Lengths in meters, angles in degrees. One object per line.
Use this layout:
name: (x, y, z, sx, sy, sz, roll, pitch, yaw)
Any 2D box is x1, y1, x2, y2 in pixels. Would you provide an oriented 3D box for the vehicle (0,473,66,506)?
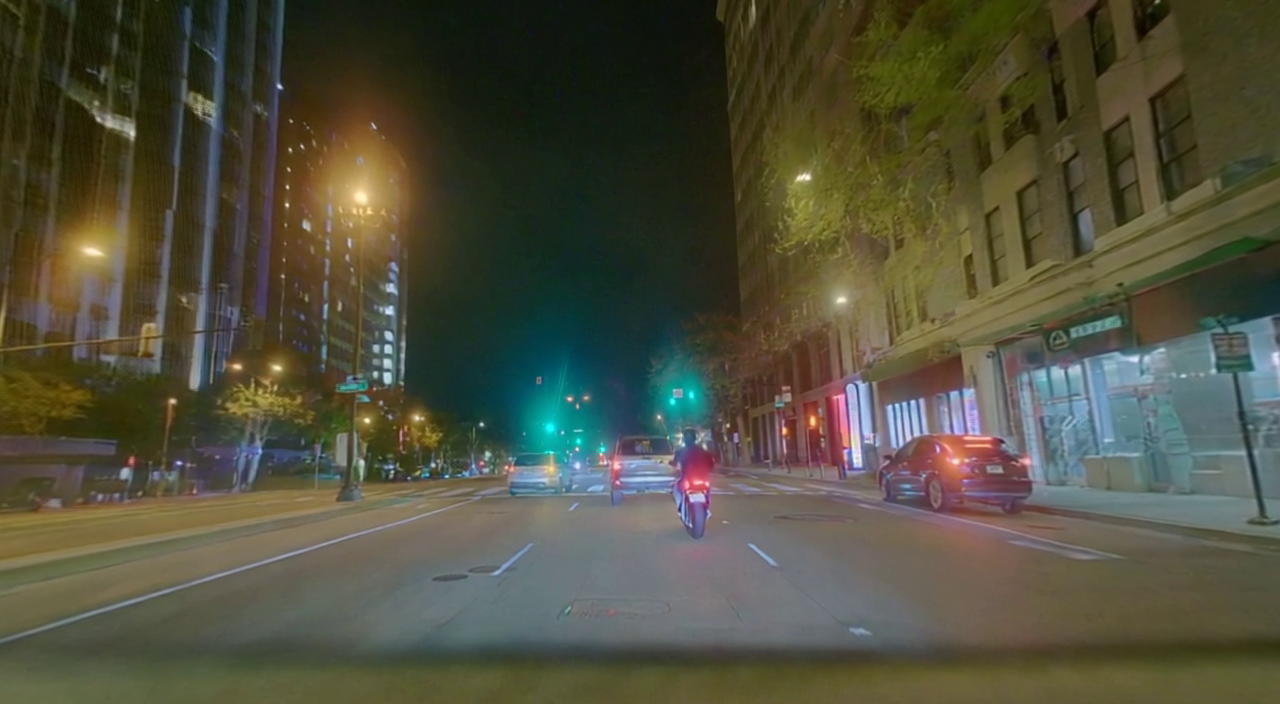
vehicle: (-39.795, 8.661, 39.901, 4.961, 1.878, 1.967, 0, -9, -2)

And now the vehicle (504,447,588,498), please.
vehicle: (-2.990, 3.938, 21.089, 2.014, 1.470, 4.552, -1, -8, 1)

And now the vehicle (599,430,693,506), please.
vehicle: (0.160, 3.081, 17.236, 2.223, 1.775, 4.250, 0, -8, 0)

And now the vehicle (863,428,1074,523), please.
vehicle: (7.161, 2.725, 14.600, 2.018, 1.772, 4.968, 0, -9, -2)
